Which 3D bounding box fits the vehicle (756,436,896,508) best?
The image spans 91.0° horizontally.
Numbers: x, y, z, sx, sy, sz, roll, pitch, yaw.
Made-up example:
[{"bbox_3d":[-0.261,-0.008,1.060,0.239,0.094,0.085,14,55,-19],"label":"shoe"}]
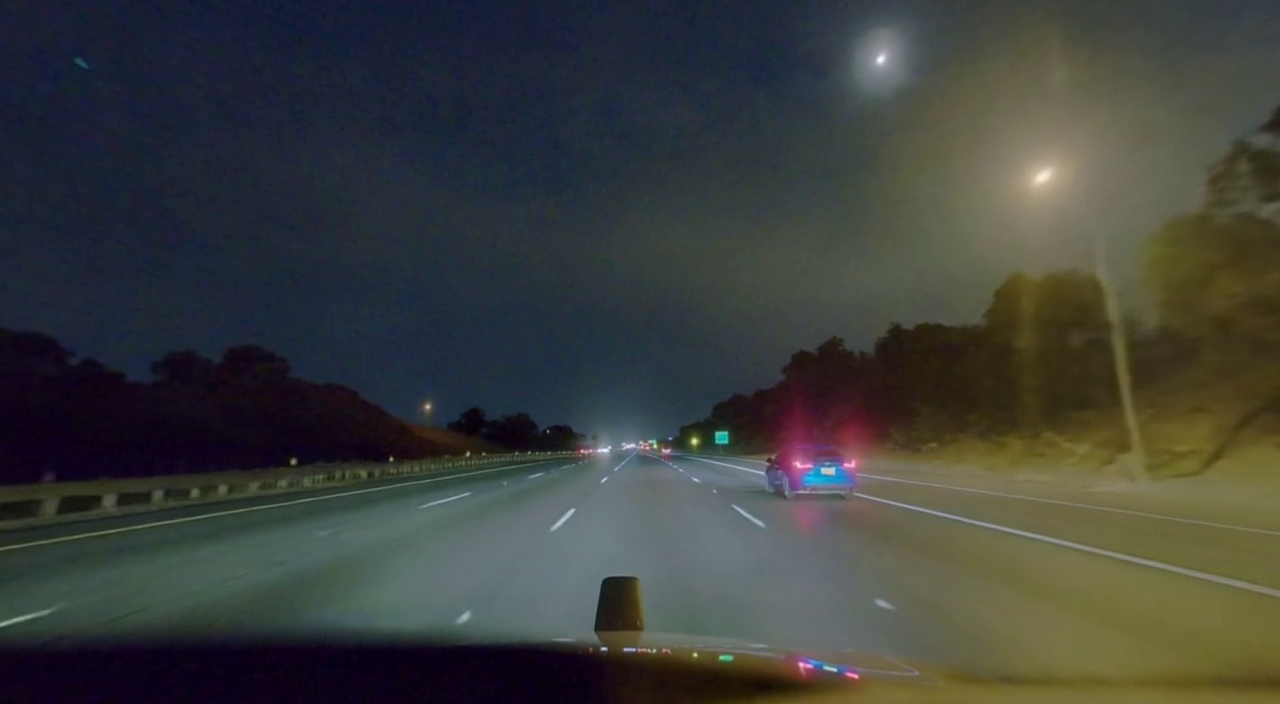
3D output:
[{"bbox_3d":[4.294,2.852,15.422,2.033,1.501,4.398,0,-9,-1],"label":"vehicle"}]
